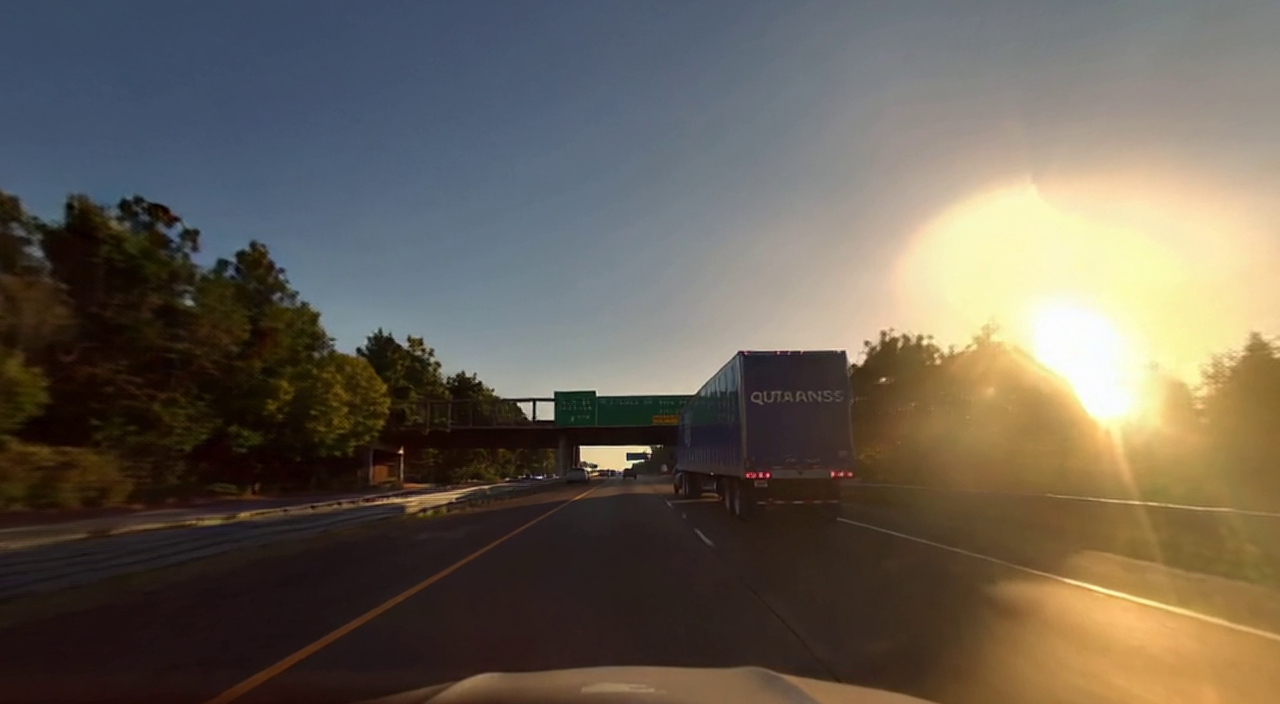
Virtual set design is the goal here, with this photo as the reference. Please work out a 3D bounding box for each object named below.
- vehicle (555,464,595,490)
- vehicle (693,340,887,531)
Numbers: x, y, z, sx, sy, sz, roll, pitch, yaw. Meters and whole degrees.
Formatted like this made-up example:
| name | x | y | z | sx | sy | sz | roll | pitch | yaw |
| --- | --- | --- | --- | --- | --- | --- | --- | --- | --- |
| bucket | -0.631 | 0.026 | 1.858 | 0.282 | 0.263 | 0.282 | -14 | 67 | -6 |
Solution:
| name | x | y | z | sx | sy | sz | roll | pitch | yaw |
| --- | --- | --- | --- | --- | --- | --- | --- | --- | --- |
| vehicle | -4.197 | 8.179 | 41.481 | 2.180 | 1.556 | 4.895 | 1 | -10 | 0 |
| vehicle | 3.593 | 2.698 | 18.708 | 2.871 | 4.032 | 10.642 | 1 | -10 | -1 |
